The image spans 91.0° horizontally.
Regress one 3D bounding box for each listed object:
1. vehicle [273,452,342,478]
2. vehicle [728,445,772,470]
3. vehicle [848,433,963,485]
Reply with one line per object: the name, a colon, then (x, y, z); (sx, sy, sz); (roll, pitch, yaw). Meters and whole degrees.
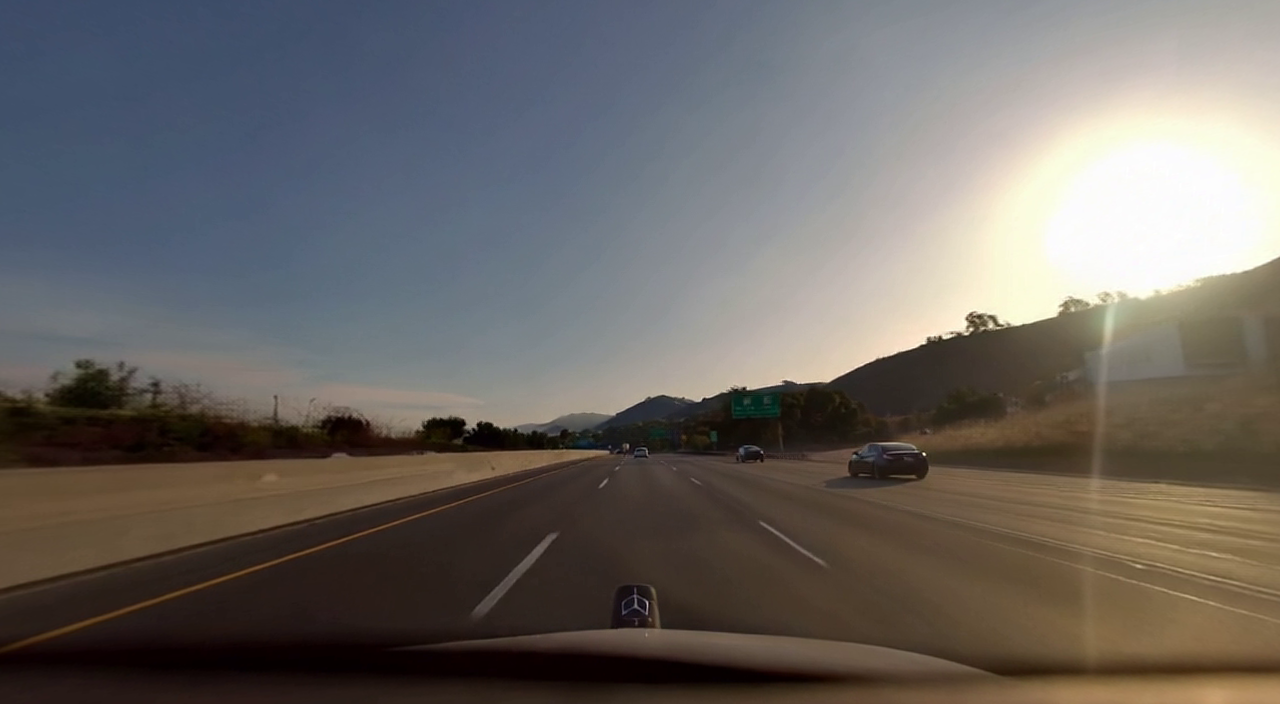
vehicle: (-20.674, 7.026, 39.344); (1.860, 1.532, 4.310); (0, -9, 1)
vehicle: (7.296, 7.030, 42.174); (2.053, 1.553, 4.463); (0, -9, -1)
vehicle: (10.908, 4.467, 26.510); (2.387, 1.936, 5.646); (0, -9, 0)
